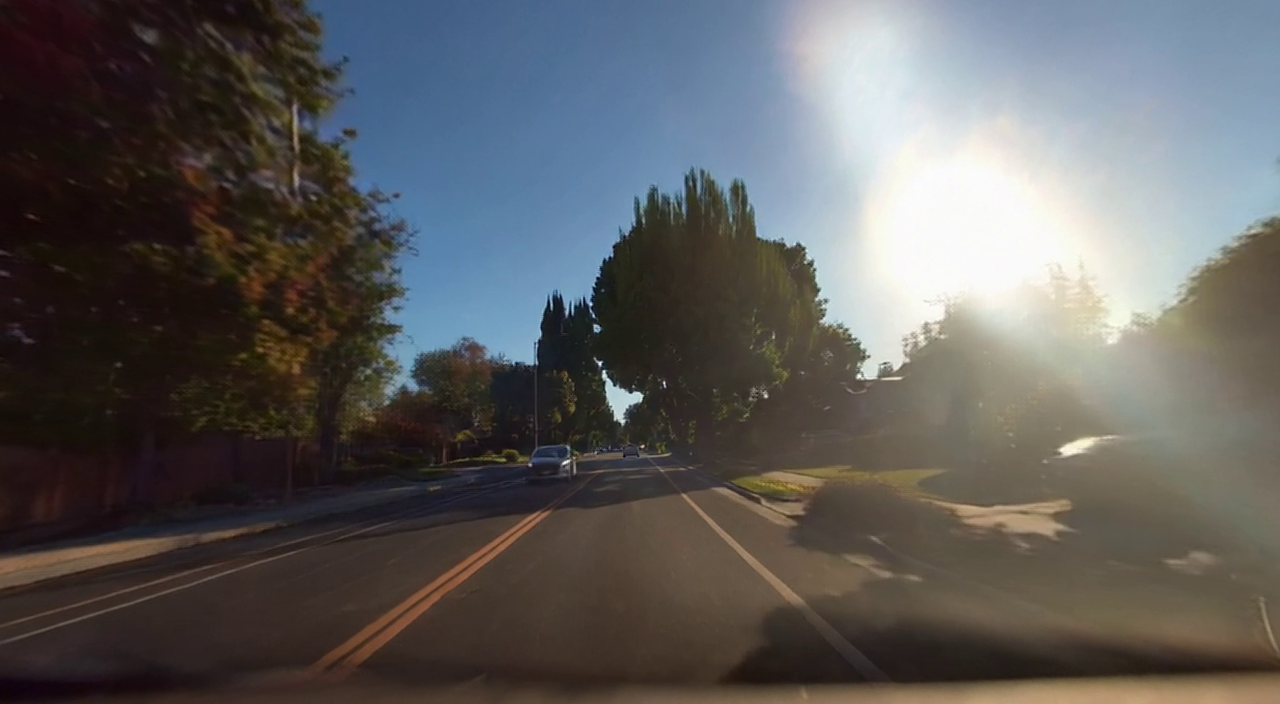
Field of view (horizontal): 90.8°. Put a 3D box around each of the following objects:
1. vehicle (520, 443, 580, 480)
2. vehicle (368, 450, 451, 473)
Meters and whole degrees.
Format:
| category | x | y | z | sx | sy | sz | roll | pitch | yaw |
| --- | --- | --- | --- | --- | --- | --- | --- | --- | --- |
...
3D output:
| category | x | y | z | sx | sy | sz | roll | pitch | yaw |
| --- | --- | --- | --- | --- | --- | --- | --- | --- | --- |
| vehicle | -3.967 | 4.915 | 28.637 | 1.996 | 1.519 | 4.559 | 0 | -9 | 0 |
| vehicle | -15.330 | 7.289 | 42.137 | 4.779 | 1.453 | 1.970 | -2 | -9 | 10 |
